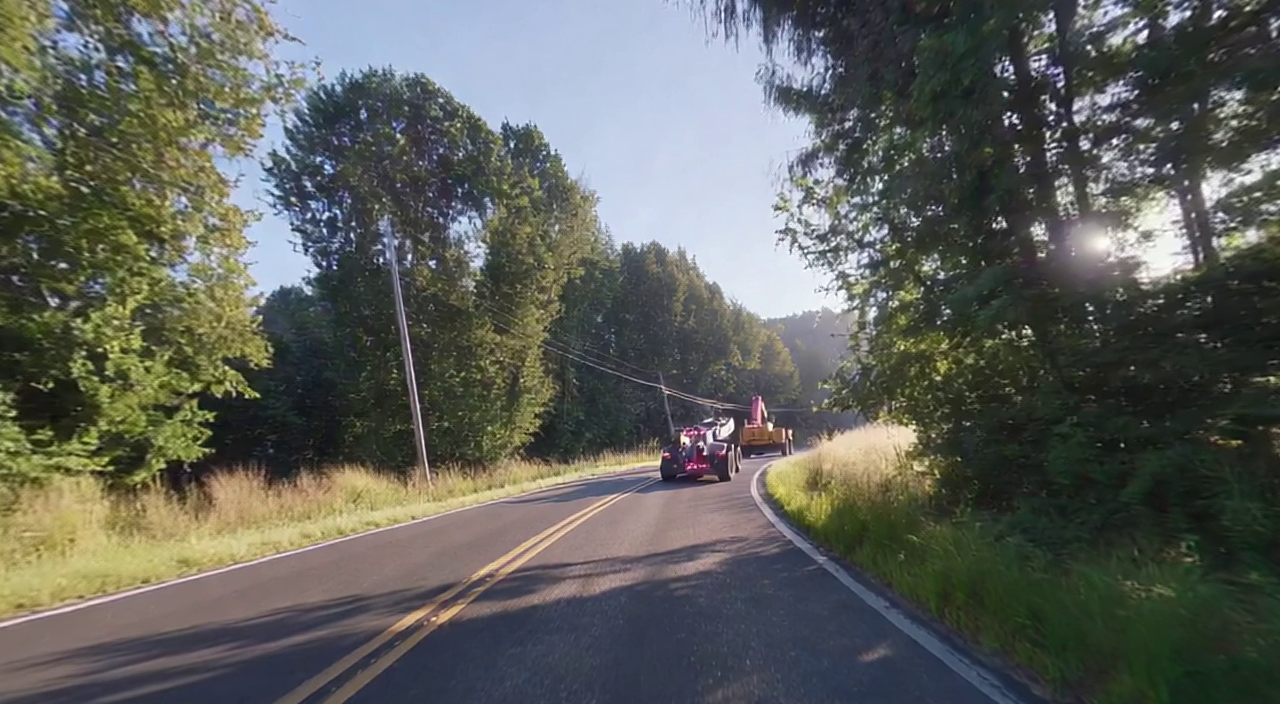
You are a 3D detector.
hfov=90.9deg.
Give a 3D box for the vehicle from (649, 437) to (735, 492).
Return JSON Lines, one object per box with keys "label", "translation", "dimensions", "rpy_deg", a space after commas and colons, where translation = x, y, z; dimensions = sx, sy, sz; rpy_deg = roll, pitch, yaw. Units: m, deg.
{"label": "vehicle", "translation": [1.734, 3.390, 19.385], "dimensions": [2.196, 1.465, 4.294], "rpy_deg": [-2, -9, 10]}
